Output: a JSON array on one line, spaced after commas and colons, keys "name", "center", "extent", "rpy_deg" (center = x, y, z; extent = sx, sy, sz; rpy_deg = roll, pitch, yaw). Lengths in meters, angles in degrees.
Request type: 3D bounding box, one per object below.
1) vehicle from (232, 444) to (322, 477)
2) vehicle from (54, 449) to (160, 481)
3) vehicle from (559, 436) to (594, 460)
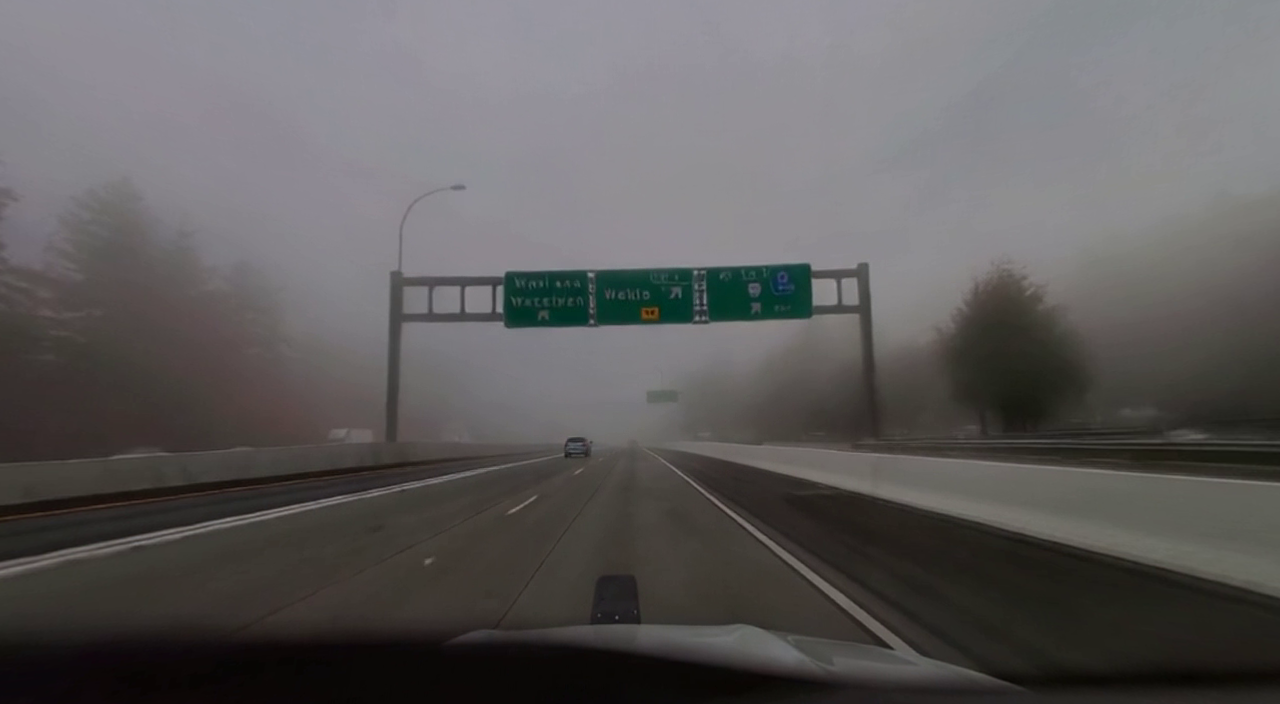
[{"name": "vehicle", "center": [-18.247, 5.429, 31.912], "extent": [1.867, 1.465, 4.491], "rpy_deg": [0, -8, 0]}, {"name": "vehicle", "center": [-28.351, 6.001, 33.725], "extent": [1.885, 1.490, 4.512], "rpy_deg": [0, -8, -4]}, {"name": "vehicle", "center": [-4.476, 6.829, 45.009], "extent": [2.129, 1.641, 4.263], "rpy_deg": [0, -8, 0]}]
